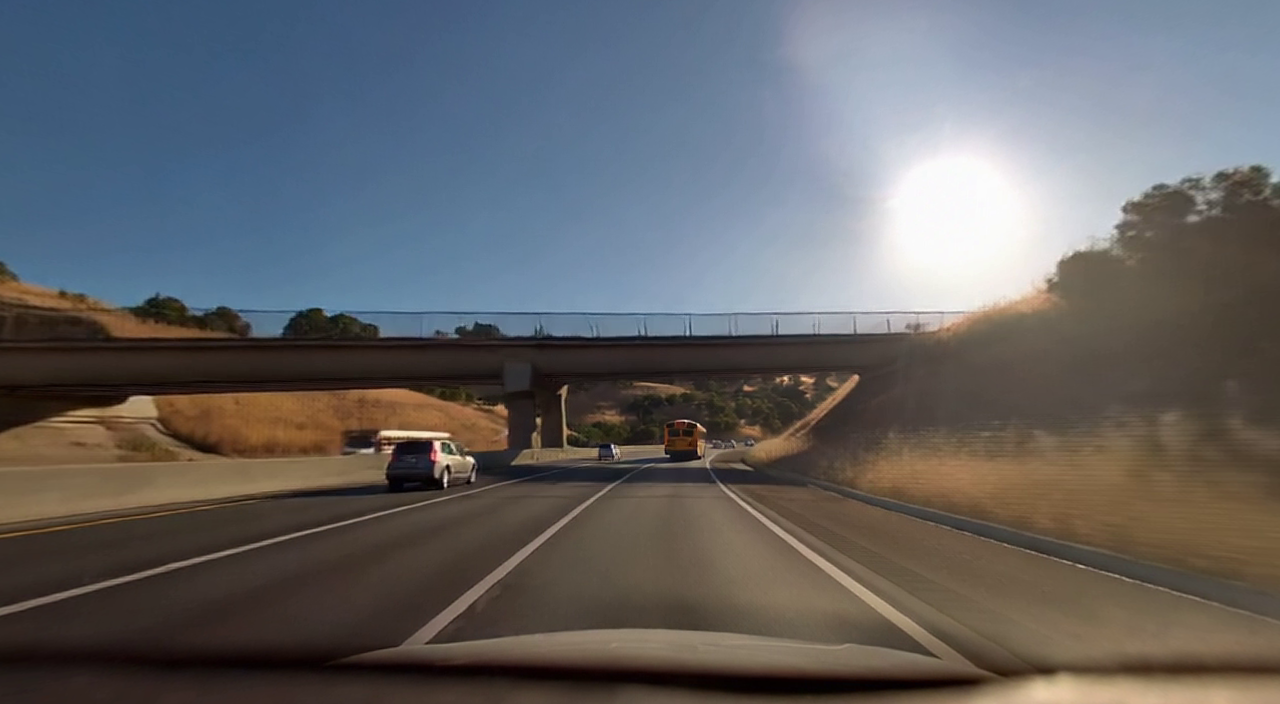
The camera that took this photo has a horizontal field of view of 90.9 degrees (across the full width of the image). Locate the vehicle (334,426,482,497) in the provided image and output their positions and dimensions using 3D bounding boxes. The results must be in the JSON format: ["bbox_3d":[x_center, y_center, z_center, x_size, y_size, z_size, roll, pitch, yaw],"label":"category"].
[{"bbox_3d":[-6.179,2.971,17.546,2.172,1.689,4.625,0,-8,3],"label":"vehicle"}]
